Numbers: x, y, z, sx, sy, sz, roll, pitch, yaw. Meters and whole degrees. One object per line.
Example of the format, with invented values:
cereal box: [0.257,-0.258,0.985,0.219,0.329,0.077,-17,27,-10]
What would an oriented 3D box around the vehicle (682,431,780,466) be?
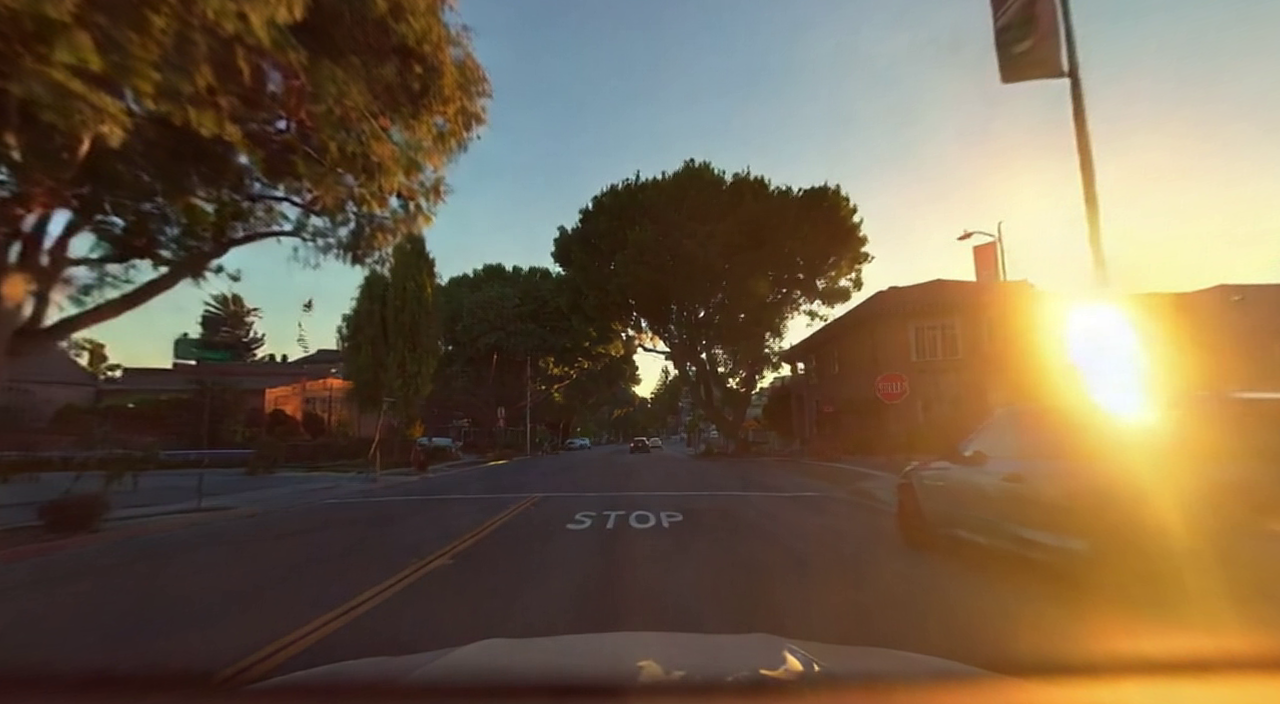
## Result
vehicle: [4.883,5.222,34.104,4.791,1.733,2.139,-6,-10,35]

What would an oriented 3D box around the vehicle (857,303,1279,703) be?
vehicle: [4.124,1.172,5.685,2.226,1.986,5.786,0,-8,0]
